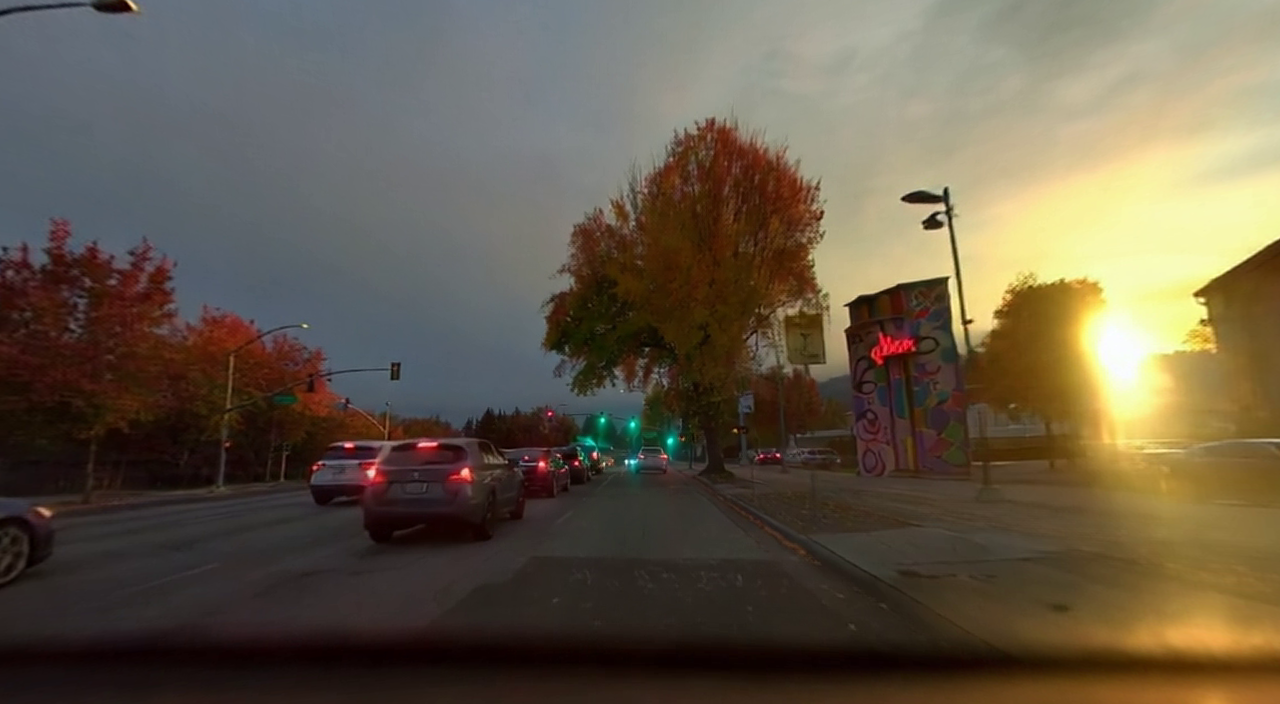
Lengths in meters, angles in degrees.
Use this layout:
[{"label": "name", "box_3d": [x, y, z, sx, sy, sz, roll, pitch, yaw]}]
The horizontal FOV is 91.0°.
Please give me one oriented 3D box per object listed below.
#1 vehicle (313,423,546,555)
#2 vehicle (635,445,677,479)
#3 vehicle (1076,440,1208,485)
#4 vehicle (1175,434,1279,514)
[{"label": "vehicle", "box_3d": [-3.053, 2.112, 10.432, 2.165, 1.663, 4.513, 0, -9, 2]}, {"label": "vehicle", "box_3d": [0.866, 6.044, 34.817, 2.144, 1.704, 4.028, 0, -9, 1]}, {"label": "vehicle", "box_3d": [20.607, 4.553, 26.141, 1.917, 1.675, 4.450, 0, -9, 3]}, {"label": "vehicle", "box_3d": [14.754, 2.643, 13.643, 1.963, 1.703, 4.447, 2, -9, -10]}]
